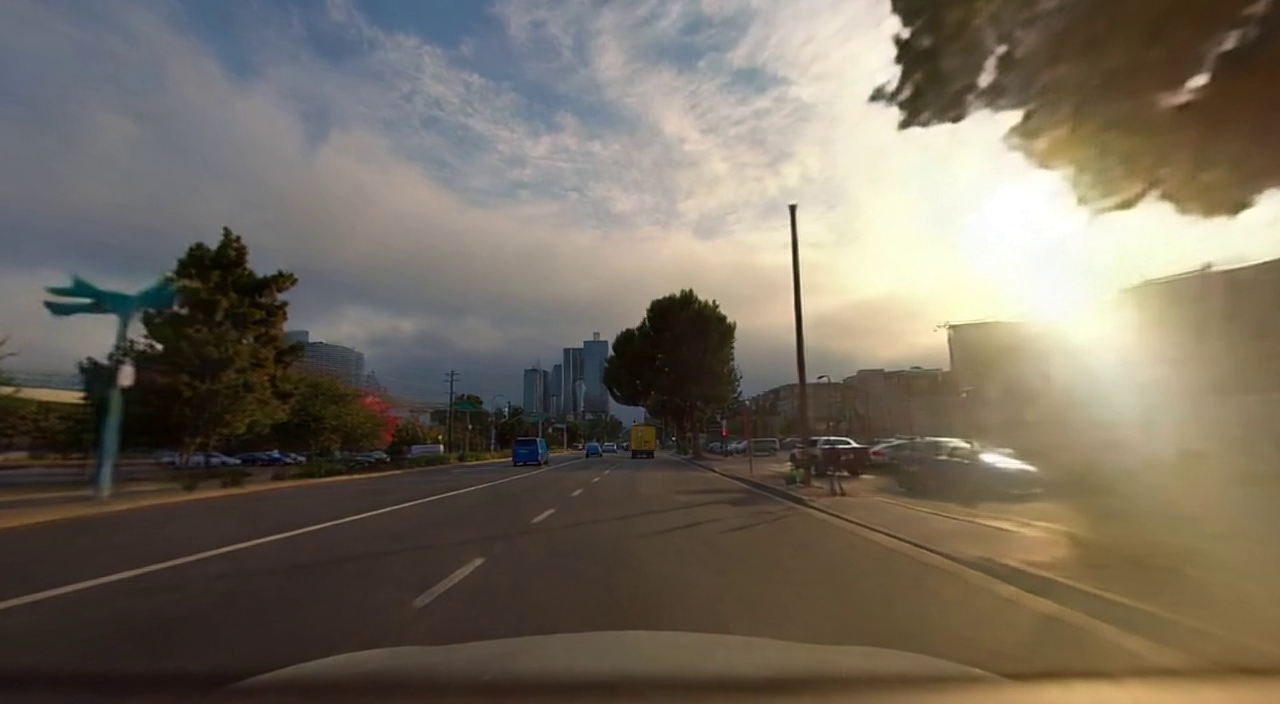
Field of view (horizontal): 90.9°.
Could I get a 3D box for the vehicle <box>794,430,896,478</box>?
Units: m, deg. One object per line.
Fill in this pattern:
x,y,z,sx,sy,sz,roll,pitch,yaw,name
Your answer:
8.191,4.126,25.744,2.057,1.750,4.679,1,-9,-8,vehicle

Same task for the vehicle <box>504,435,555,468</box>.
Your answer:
-6.842,6.240,39.568,2.149,1.893,5.187,0,-8,1,vehicle

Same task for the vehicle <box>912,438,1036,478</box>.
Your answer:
13.418,4.272,25.680,1.944,1.476,4.483,2,-9,-13,vehicle

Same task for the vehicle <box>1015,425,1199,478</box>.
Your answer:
18.509,3.989,25.497,2.211,1.880,5.847,2,-9,-12,vehicle
